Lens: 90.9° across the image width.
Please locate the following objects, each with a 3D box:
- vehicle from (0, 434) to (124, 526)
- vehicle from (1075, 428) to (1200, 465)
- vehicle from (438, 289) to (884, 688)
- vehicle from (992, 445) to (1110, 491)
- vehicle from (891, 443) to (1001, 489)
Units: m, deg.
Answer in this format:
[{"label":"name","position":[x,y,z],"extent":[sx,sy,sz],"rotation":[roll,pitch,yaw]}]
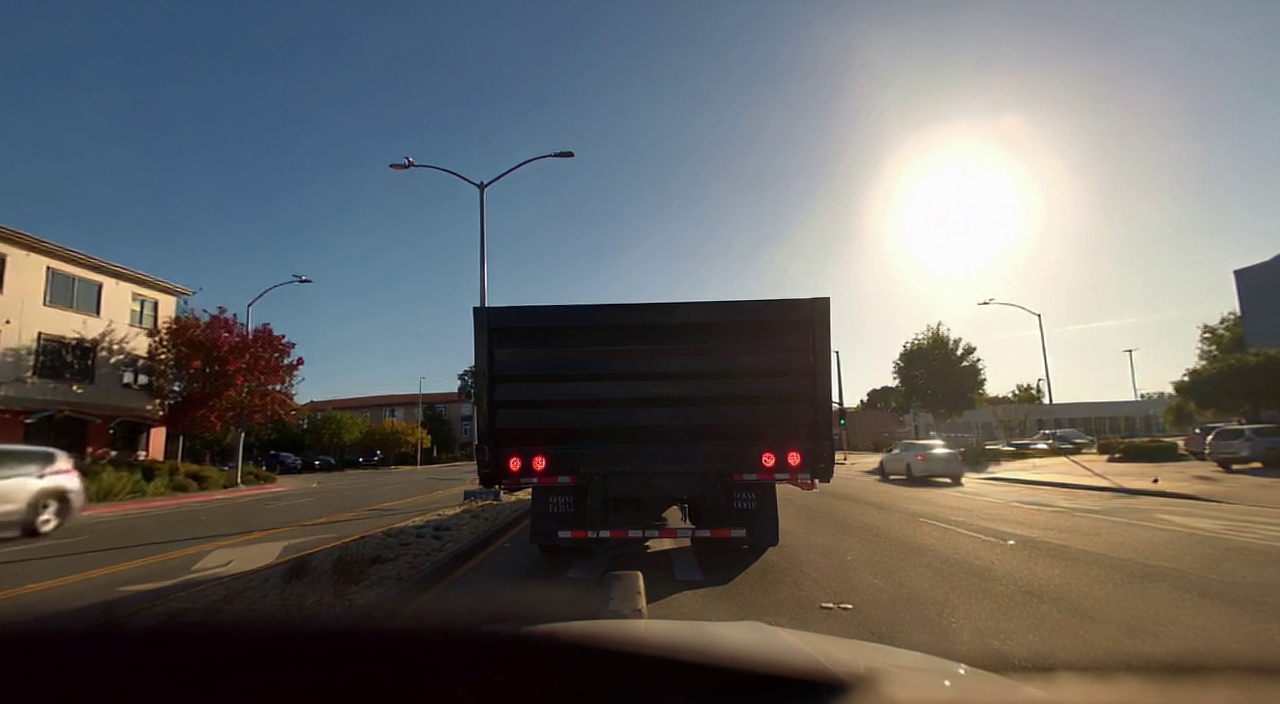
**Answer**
[{"label":"vehicle","position":[-14.613,2.736,13.459],"extent":[2.218,1.926,5.753],"rotation":[-1,-8,1]},{"label":"vehicle","position":[23.118,4.389,29.431],"extent":[4.171,1.614,1.894],"rotation":[-1,-8,1]},{"label":"vehicle","position":[0.274,1.304,7.382],"extent":[2.650,2.391,7.008],"rotation":[-1,-8,3]},{"label":"vehicle","position":[14.307,4.017,22.233],"extent":[1.702,1.475,3.670],"rotation":[-1,-8,1]},{"label":"vehicle","position":[10.670,3.971,22.380],"extent":[1.907,1.465,4.077],"rotation":[-1,-8,1]}]
